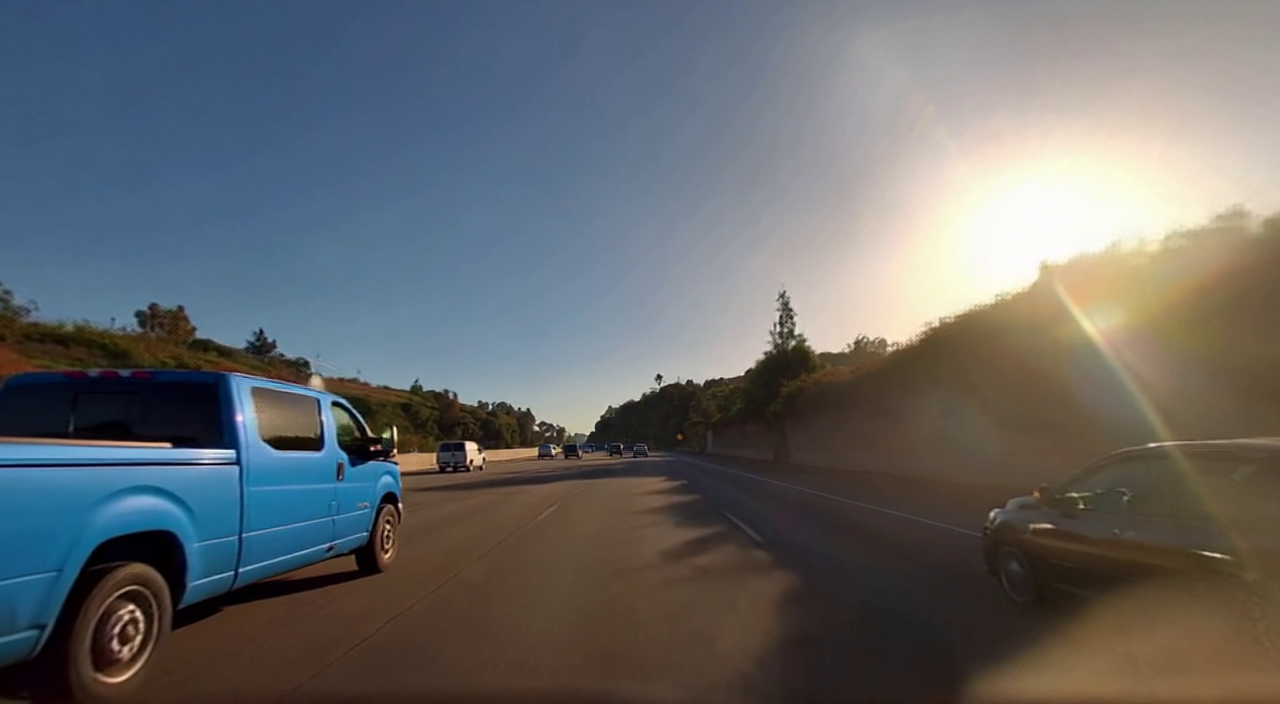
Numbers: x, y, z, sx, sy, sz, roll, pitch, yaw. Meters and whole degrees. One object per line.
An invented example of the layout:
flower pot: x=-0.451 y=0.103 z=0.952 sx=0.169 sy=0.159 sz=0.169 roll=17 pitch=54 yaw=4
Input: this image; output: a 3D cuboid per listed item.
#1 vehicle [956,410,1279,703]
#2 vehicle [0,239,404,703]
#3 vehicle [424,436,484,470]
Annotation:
vehicle: x=3.995 y=1.120 z=3.461 sx=2.047 sy=1.524 sz=4.619 roll=0 pitch=-9 yaw=-1
vehicle: x=-3.668 y=0.776 z=3.320 sx=2.483 sy=2.100 sz=6.208 roll=0 pitch=-9 yaw=0
vehicle: x=-10.992 y=6.012 z=37.734 sx=2.012 sy=1.875 sz=4.895 roll=0 pitch=-9 yaw=1
